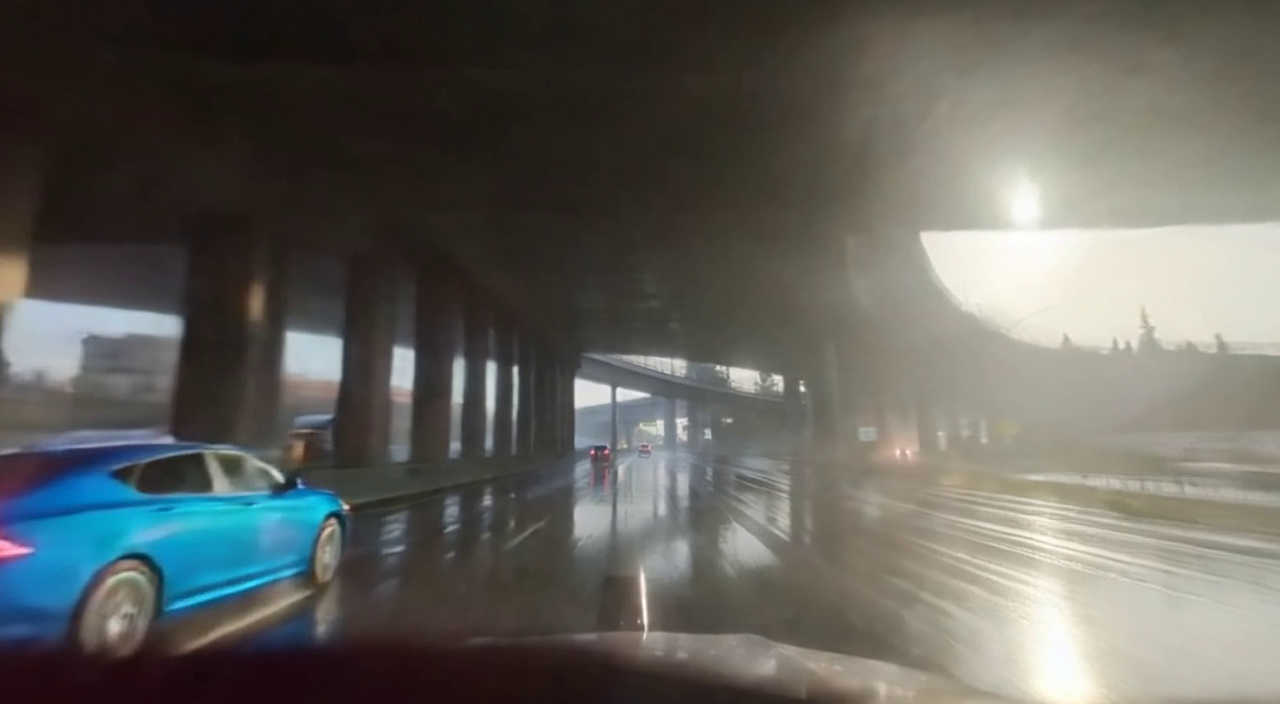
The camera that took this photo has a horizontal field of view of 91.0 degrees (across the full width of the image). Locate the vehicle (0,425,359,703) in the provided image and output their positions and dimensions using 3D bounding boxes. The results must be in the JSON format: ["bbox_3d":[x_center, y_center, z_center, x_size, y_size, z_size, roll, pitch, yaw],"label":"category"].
[{"bbox_3d":[-3.819,1.247,3.983,2.044,1.478,4.114,0,-9,2],"label":"vehicle"}]
